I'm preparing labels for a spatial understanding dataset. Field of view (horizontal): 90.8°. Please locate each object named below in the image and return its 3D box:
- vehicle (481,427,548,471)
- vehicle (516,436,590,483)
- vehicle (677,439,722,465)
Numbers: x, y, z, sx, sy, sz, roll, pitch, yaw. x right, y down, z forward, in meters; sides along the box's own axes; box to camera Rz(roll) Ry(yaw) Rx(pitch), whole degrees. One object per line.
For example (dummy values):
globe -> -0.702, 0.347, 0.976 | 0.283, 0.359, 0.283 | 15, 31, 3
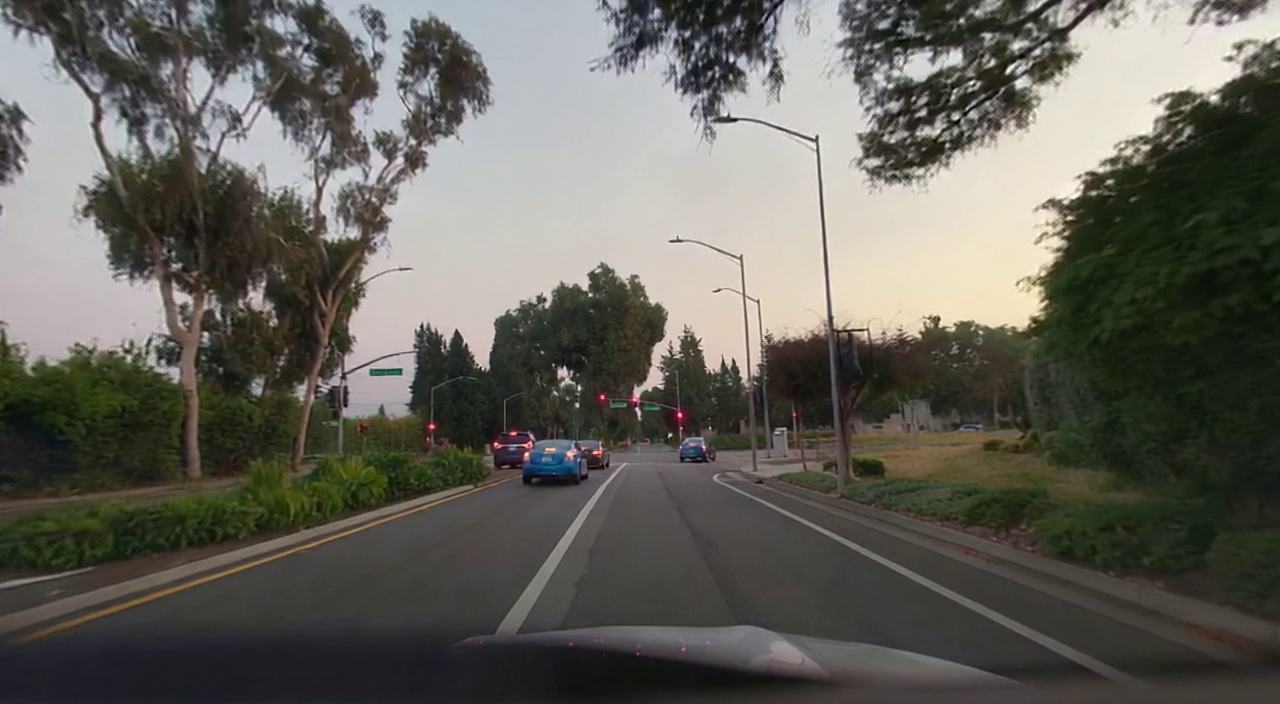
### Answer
vehicle -> -6.169, 4.850, 31.754 | 2.390, 2.020, 5.085 | 0, -9, 0
vehicle -> -2.963, 3.781, 22.447 | 1.979, 1.492, 3.930 | 0, -9, 1
vehicle -> 3.610, 5.945, 37.689 | 1.945, 1.410, 4.284 | -2, -9, 15
